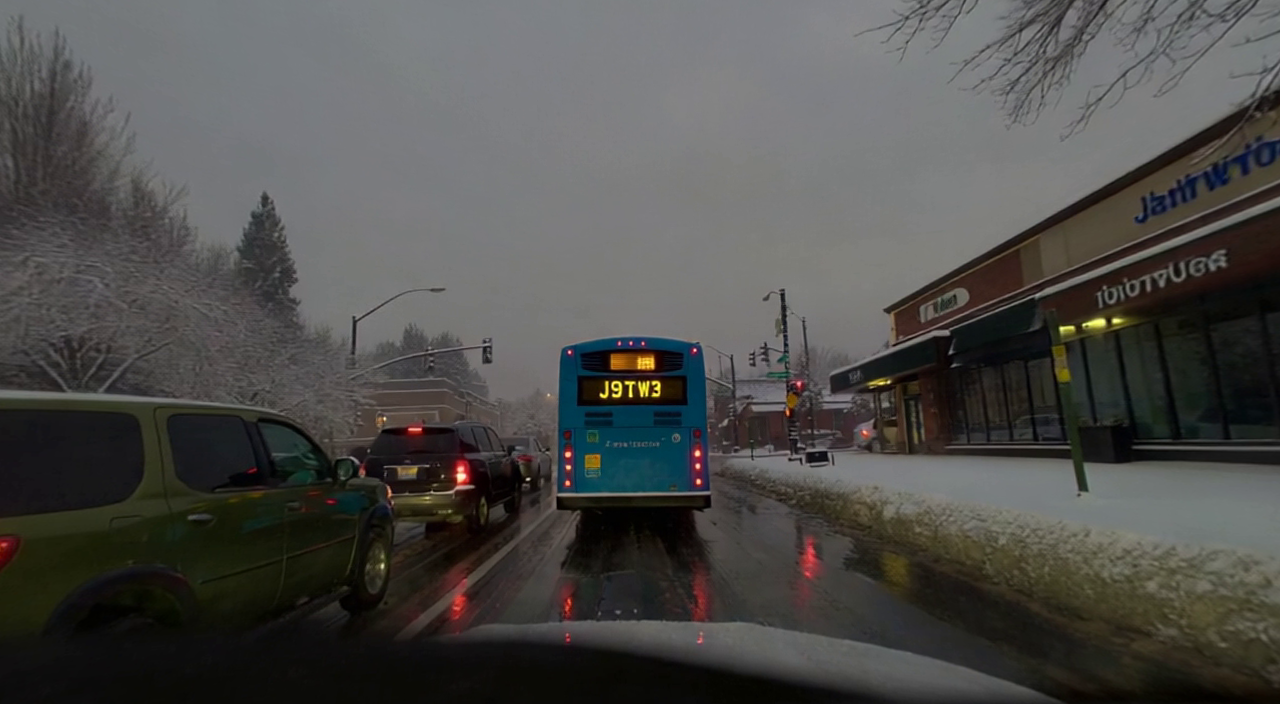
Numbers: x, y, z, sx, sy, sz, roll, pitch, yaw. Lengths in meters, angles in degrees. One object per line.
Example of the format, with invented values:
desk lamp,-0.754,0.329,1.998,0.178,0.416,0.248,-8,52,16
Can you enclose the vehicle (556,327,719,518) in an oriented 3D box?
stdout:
vehicle,-0.301,2.001,16.540,2.938,3.468,9.972,0,-8,-3

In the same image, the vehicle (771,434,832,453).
vehicle,11.904,6.741,46.659,3.949,1.337,1.738,0,-9,-3

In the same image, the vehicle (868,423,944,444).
vehicle,19.819,6.117,47.207,4.827,1.555,1.863,1,-9,-6

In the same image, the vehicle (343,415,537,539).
vehicle,-3.352,2.206,11.781,2.096,1.828,4.669,0,-8,0

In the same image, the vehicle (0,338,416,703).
vehicle,-3.219,1.094,3.968,2.020,1.725,4.384,0,-8,0
